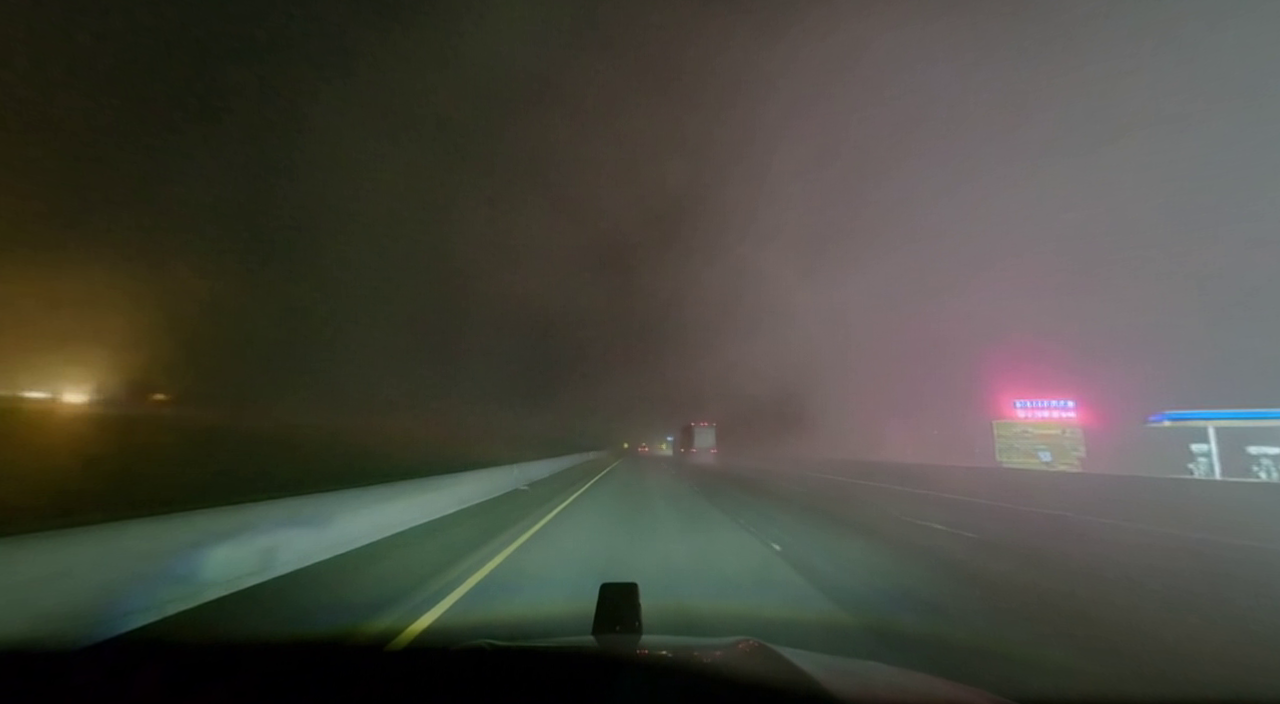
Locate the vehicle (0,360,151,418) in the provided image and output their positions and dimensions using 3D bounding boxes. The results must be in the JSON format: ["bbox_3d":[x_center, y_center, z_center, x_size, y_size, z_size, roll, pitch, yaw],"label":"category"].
[{"bbox_3d":[-21.404,1.502,23.600,1.958,1.702,5.234,0,-8,0],"label":"vehicle"}]
